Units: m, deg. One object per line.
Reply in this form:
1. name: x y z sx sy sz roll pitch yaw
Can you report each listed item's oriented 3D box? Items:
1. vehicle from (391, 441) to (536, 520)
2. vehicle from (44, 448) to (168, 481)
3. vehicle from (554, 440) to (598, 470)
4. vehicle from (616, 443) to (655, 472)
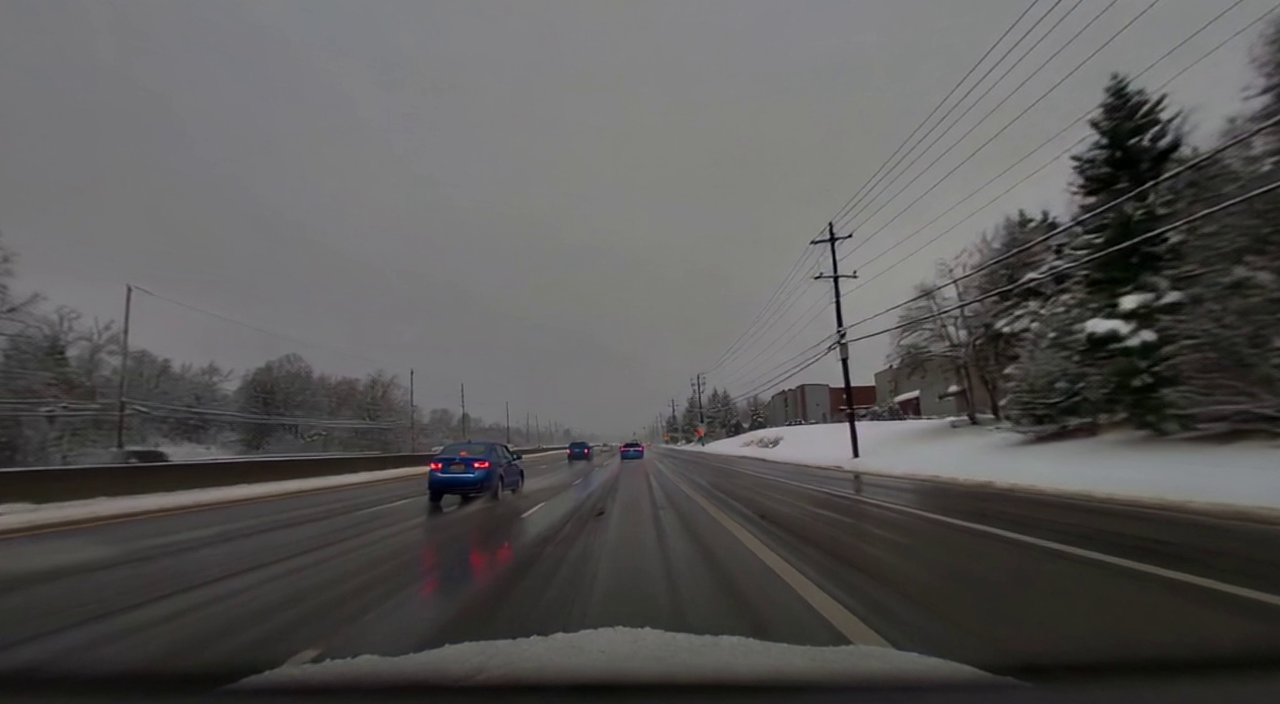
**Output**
1. vehicle: -3.635 2.707 13.910 1.938 1.444 4.206 0 -8 0
2. vehicle: -30.460 6.392 36.330 2.133 1.678 5.690 0 -9 0
3. vehicle: -3.930 6.431 39.712 2.244 1.752 4.439 0 -8 0
4. vehicle: -0.222 5.828 35.022 2.030 1.471 4.115 0 -8 0
